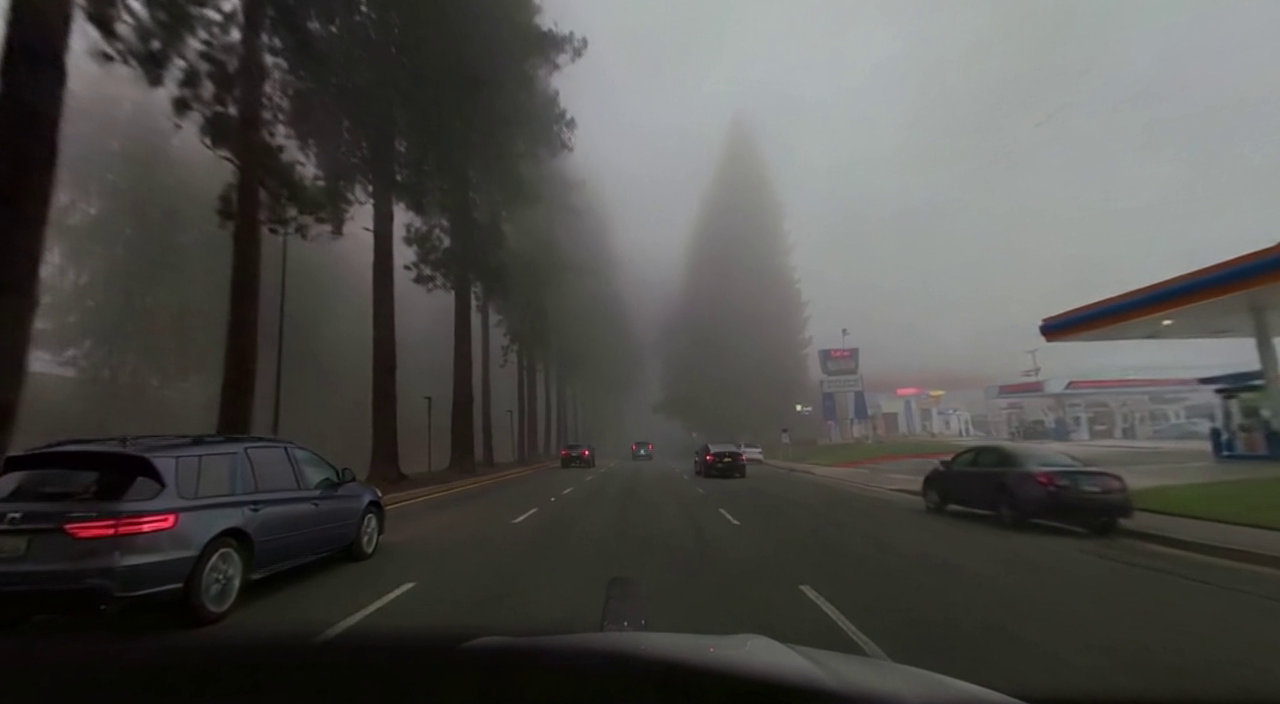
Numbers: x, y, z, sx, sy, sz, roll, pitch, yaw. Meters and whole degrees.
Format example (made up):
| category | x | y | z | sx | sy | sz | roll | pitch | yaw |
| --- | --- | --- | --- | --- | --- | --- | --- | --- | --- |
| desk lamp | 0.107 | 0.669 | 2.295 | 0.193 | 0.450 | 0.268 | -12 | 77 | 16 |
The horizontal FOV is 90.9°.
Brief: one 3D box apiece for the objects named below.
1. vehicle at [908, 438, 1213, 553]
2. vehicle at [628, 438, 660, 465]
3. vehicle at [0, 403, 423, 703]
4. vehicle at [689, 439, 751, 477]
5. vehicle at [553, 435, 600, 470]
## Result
| category | x | y | z | sx | sy | sz | roll | pitch | yaw |
| --- | --- | --- | --- | --- | --- | --- | --- | --- | --- |
| vehicle | 6.243 | 2.134 | 10.163 | 1.856 | 1.421 | 4.357 | 0 | -8 | -1 |
| vehicle | 0.227 | 6.226 | 39.505 | 1.922 | 1.579 | 3.642 | 0 | -8 | 0 |
| vehicle | -3.988 | 1.416 | 5.849 | 1.988 | 1.530 | 5.155 | 0 | -8 | 2 |
| vehicle | 3.363 | 4.528 | 27.272 | 2.010 | 1.486 | 4.498 | 0 | -8 | -1 |
| vehicle | -3.400 | 5.501 | 34.603 | 2.051 | 1.747 | 4.370 | 0 | -8 | 1 |
